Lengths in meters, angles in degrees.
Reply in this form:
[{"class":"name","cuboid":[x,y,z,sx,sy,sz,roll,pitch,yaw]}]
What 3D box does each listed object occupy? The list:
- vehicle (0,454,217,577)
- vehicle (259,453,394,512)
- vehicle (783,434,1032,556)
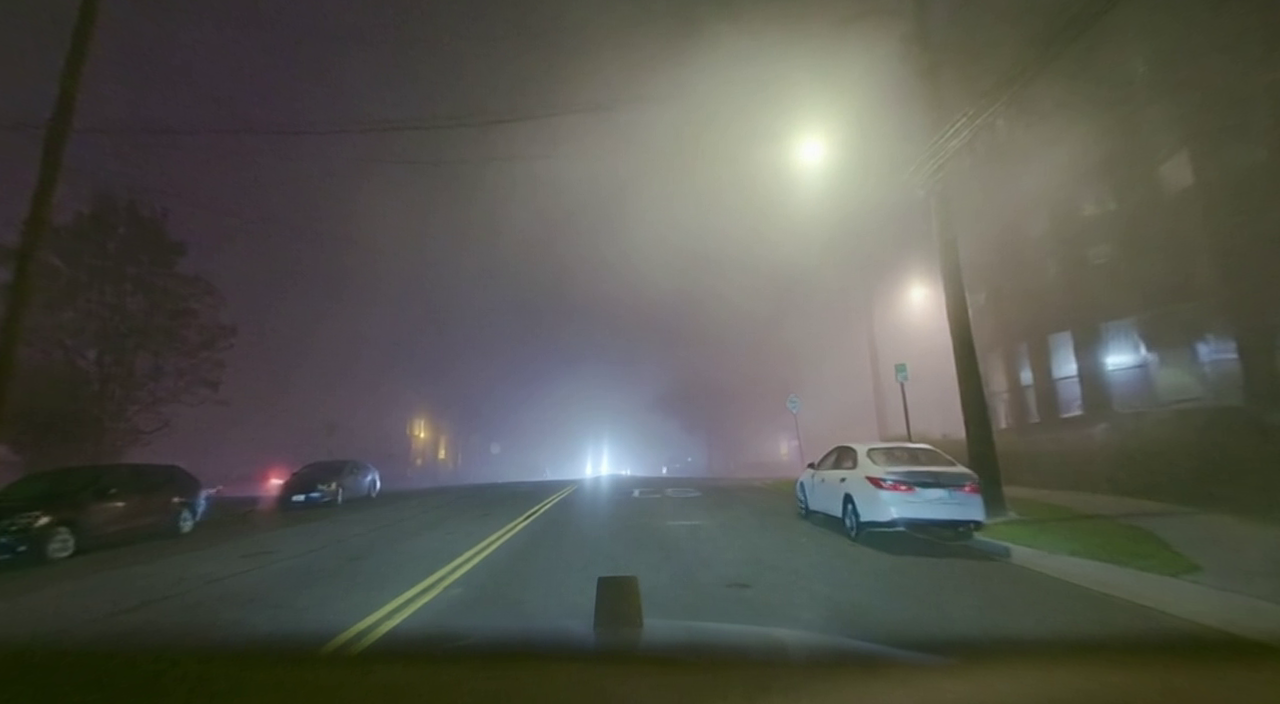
[{"class":"vehicle","cuboid":[-9.413,2.609,10.599,1.884,1.526,4.061,-5,-8,0]},{"class":"vehicle","cuboid":[-9.472,3.942,19.623,2.000,1.495,4.687,0,-9,-3]},{"class":"vehicle","cuboid":[3.814,2.115,10.145,1.946,1.468,4.721,0,-9,0]}]
